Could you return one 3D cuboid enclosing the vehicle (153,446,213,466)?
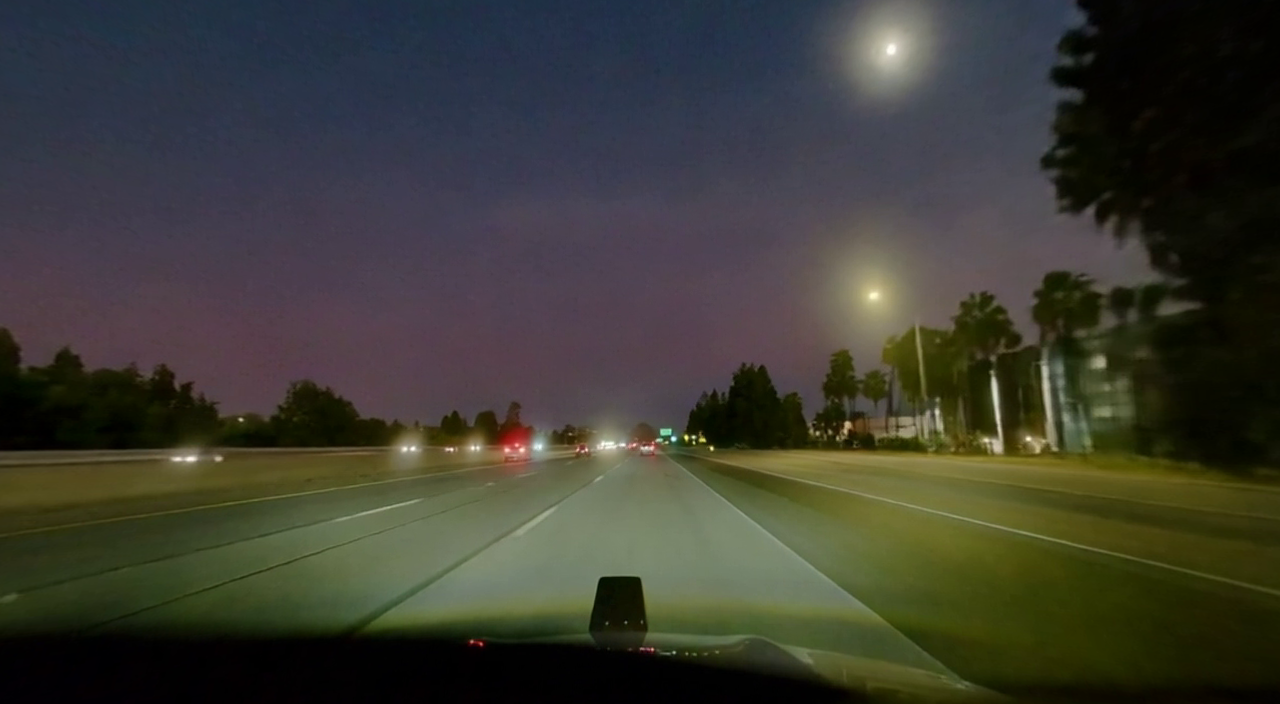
[{"bbox_3d":[-35.473,8.031,49.014,1.728,1.407,3.919,-1,-8,0],"label":"vehicle"}]
